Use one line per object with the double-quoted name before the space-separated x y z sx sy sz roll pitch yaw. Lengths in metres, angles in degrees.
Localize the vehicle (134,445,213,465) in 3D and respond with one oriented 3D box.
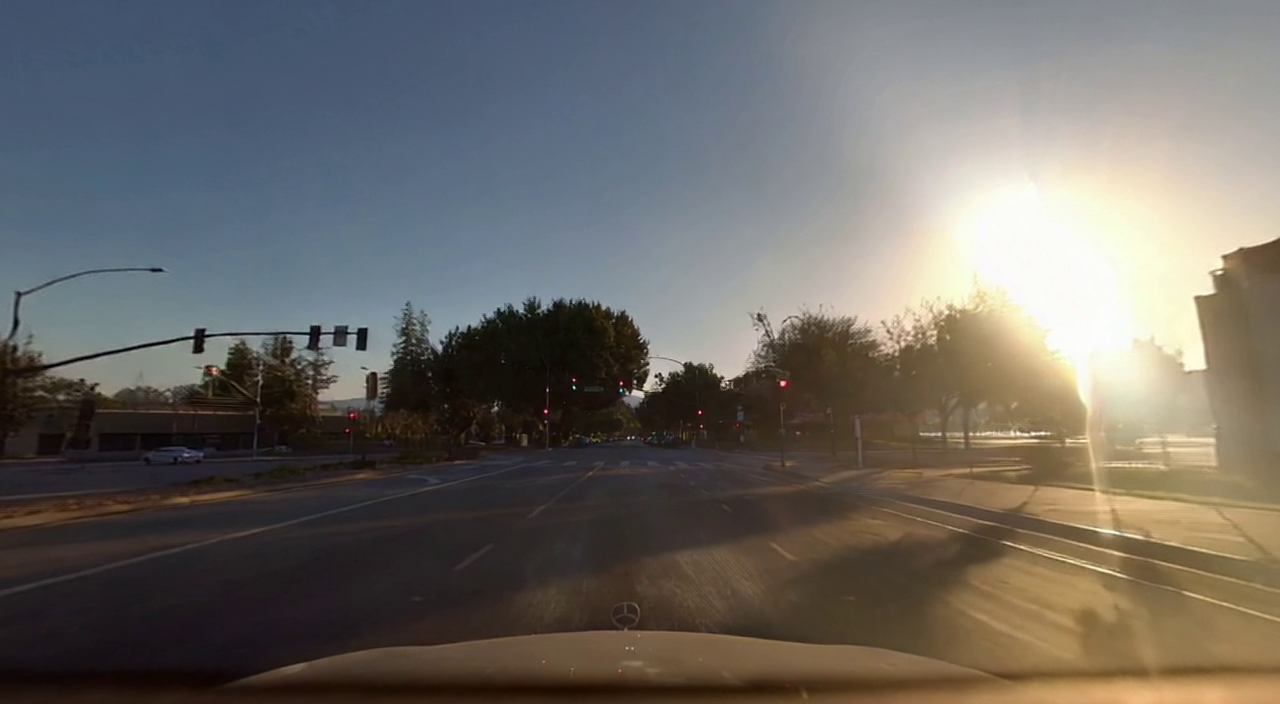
"vehicle" -35.592 7.847 48.279 4.500 1.465 1.936 0 -8 1
